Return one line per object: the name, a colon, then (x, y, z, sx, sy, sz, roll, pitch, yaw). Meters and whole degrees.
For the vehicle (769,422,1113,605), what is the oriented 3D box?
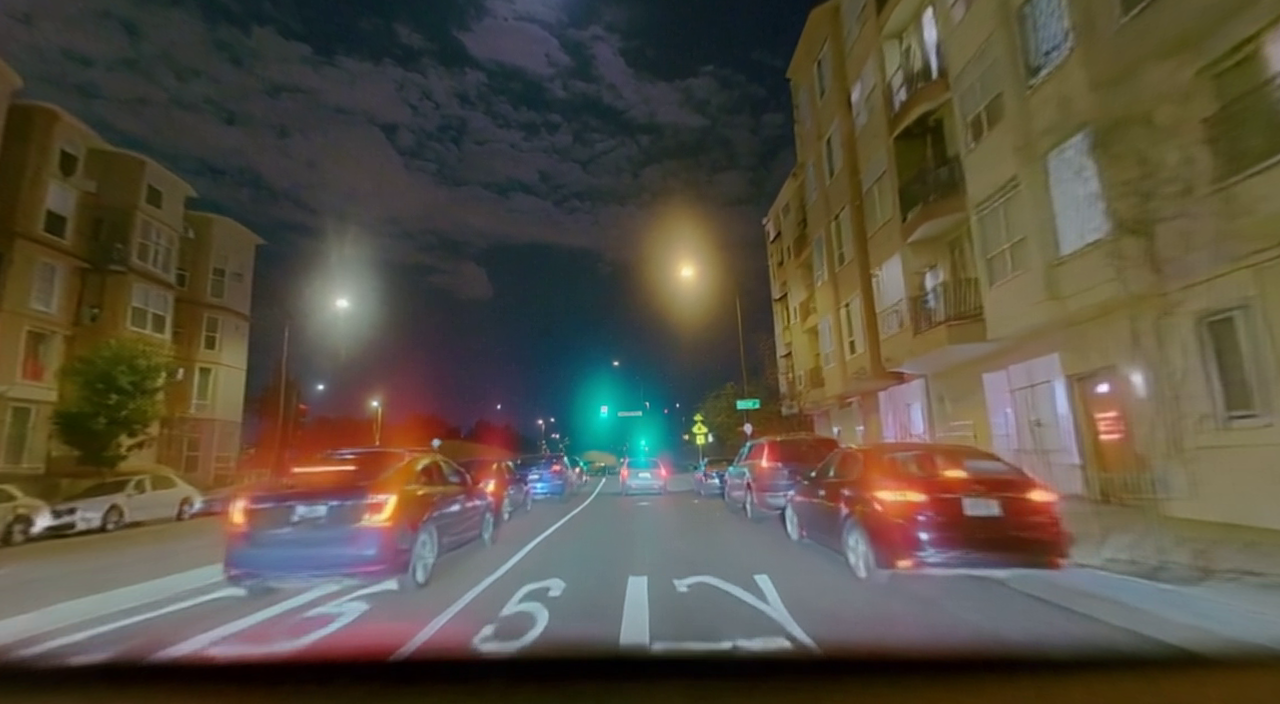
vehicle: (2.946, 1.670, 7.481, 1.933, 1.501, 4.349, 0, -8, 0)

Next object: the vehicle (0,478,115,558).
vehicle: (-13.880, 3.514, 13.283, 1.752, 1.479, 4.575, 0, -8, 0)

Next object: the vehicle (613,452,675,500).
vehicle: (0.089, 4.370, 22.597, 2.026, 1.496, 3.701, 0, -8, -2)

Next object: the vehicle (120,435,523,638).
vehicle: (-2.778, 1.703, 6.985, 2.109, 1.477, 4.509, 0, -8, 0)
